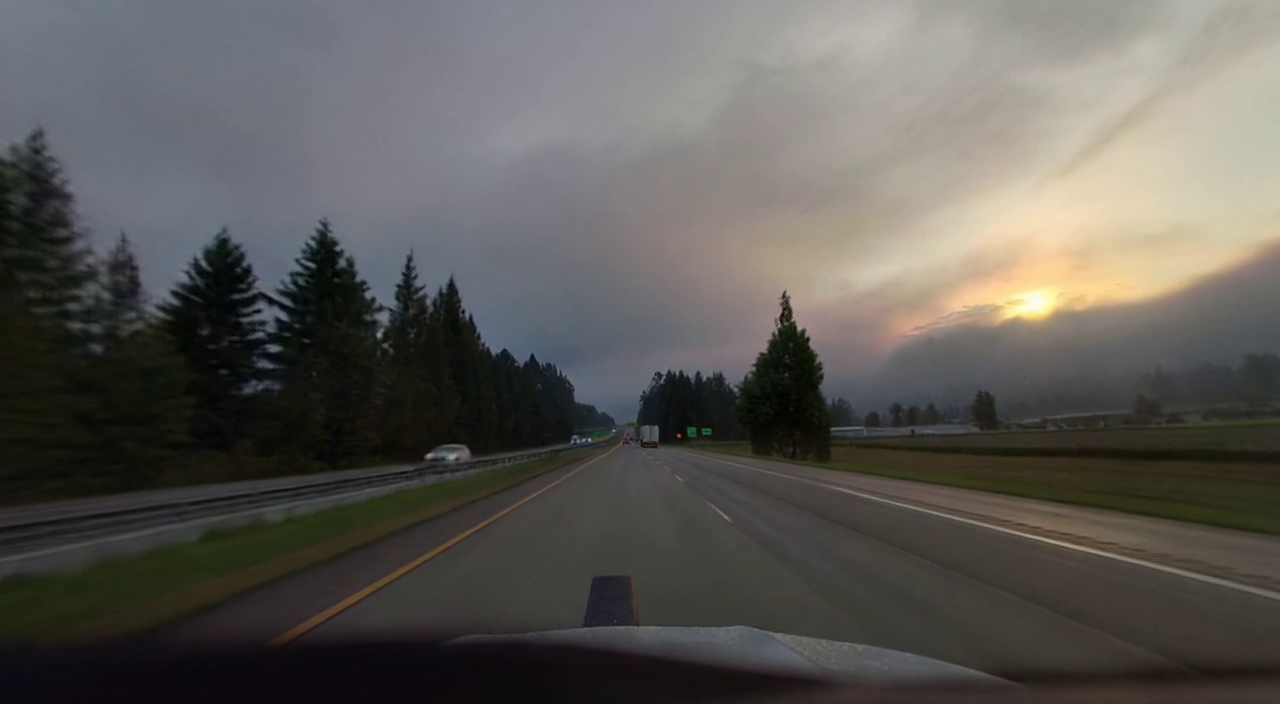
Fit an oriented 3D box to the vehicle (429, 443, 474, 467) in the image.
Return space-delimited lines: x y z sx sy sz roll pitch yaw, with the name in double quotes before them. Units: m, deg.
"vehicle" -11.770 6.433 39.612 1.795 1.412 4.022 0 -8 -3
